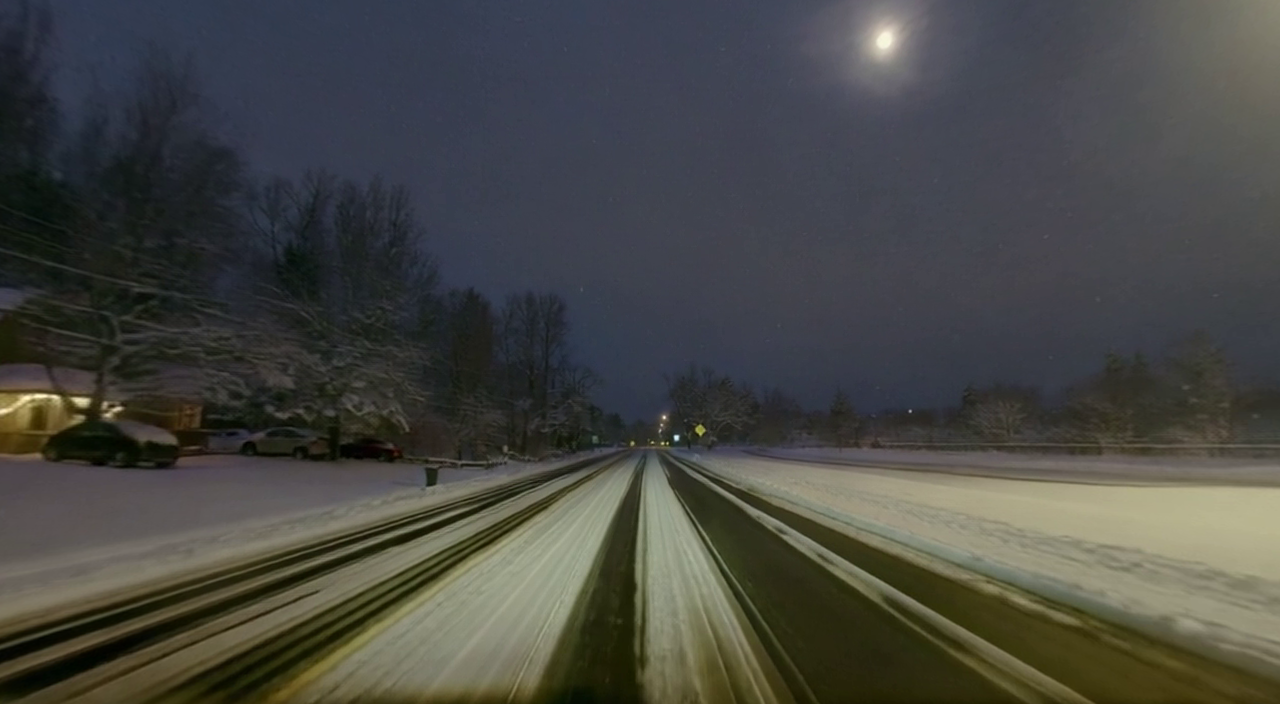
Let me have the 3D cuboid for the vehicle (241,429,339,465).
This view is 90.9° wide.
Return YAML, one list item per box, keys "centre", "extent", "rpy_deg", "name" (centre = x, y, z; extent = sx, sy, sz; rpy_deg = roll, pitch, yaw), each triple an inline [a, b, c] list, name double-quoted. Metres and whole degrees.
- centre: [-20.062, 5.431, 36.246]
  extent: [4.511, 1.876, 2.044]
  rpy_deg: [0, -8, 10]
  name: "vehicle"

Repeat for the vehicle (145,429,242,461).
- centre: [-25.993, 5.424, 36.772]
  extent: [4.237, 1.701, 1.881]
  rpy_deg: [-2, -9, 1]
  name: "vehicle"

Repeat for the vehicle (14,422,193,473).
- centre: [-20.230, 3.618, 23.989]
  extent: [4.640, 1.765, 2.242]
  rpy_deg: [0, -9, -4]
  name: "vehicle"

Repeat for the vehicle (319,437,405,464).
- centre: [-18.674, 6.633, 42.542]
  extent: [5.008, 1.619, 2.102]
  rpy_deg: [1, -8, -15]
  name: "vehicle"
